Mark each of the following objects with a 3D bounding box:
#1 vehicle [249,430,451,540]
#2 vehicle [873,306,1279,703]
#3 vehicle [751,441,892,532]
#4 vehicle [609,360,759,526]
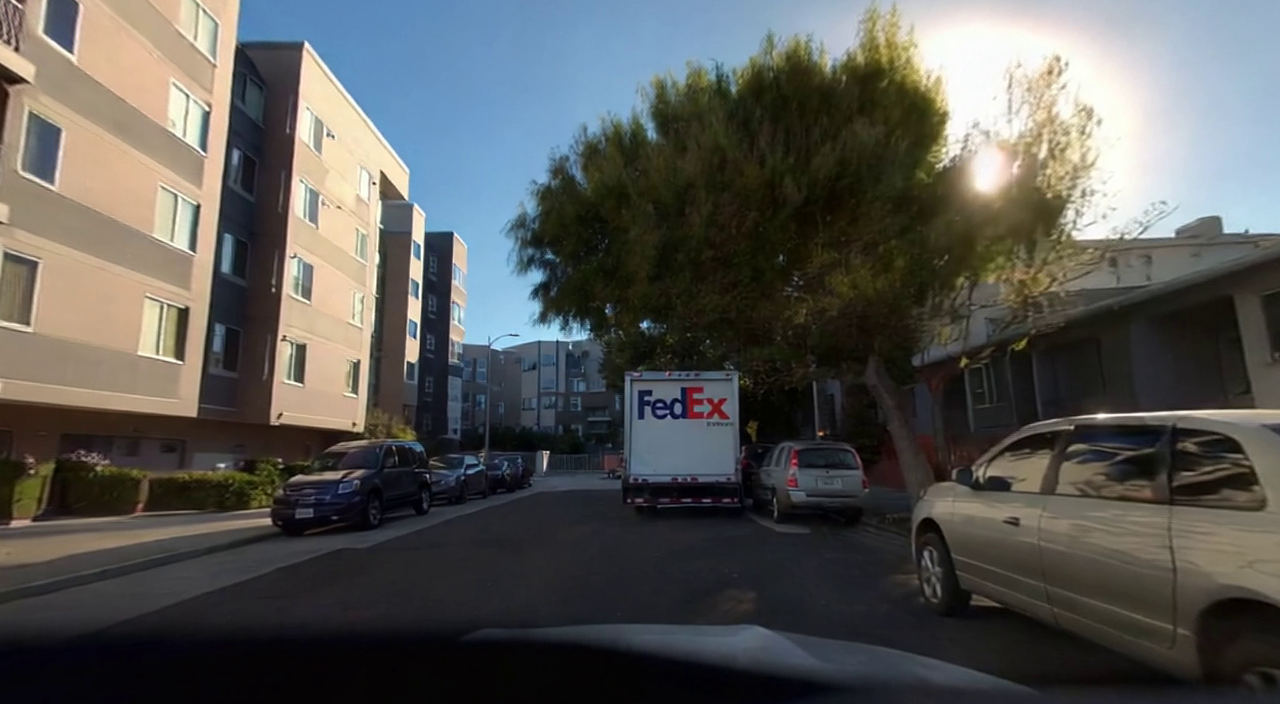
[{"bbox_3d":[-5.683,2.633,13.225,2.020,1.867,4.654,0,-8,-1],"label":"vehicle"},{"bbox_3d":[3.591,1.059,3.964,2.221,1.991,5.564,0,-9,1],"label":"vehicle"},{"bbox_3d":[3.623,2.725,13.410,1.868,1.623,3.815,0,-9,0],"label":"vehicle"},{"bbox_3d":[0.814,2.388,16.626,2.930,3.275,8.180,0,-8,-1],"label":"vehicle"}]
